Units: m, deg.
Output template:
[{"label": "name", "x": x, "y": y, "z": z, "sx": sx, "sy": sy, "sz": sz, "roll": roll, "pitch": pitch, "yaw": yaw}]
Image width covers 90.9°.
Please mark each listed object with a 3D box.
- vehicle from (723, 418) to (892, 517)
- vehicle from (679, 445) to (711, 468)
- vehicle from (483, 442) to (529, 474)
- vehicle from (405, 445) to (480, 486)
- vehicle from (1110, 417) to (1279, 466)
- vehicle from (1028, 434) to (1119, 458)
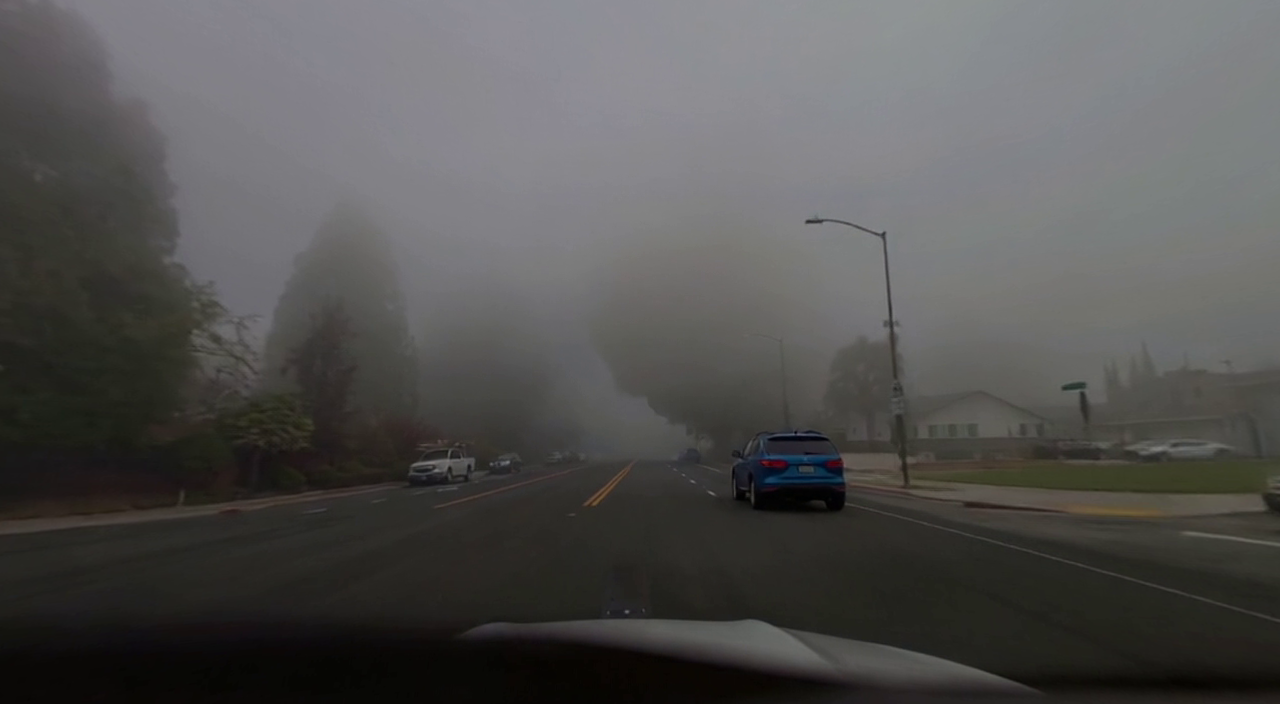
[{"label": "vehicle", "x": 3.619, "y": 2.676, "z": 15.156, "sx": 2.497, "sy": 1.889, "sz": 5.833, "roll": 0, "pitch": -9, "yaw": 1}, {"label": "vehicle", "x": 3.740, "y": 7.223, "z": 43.569, "sx": 1.956, "sy": 1.492, "sz": 4.425, "roll": 0, "pitch": -9, "yaw": 1}, {"label": "vehicle", "x": -10.118, "y": 8.069, "z": 48.041, "sx": 2.254, "sy": 2.127, "sz": 5.697, "roll": -2, "pitch": -9, "yaw": 0}, {"label": "vehicle", "x": -10.359, "y": 5.990, "z": 33.638, "sx": 2.261, "sy": 1.851, "sz": 5.724, "roll": -4, "pitch": -9, "yaw": -1}, {"label": "vehicle", "x": 27.196, "y": 4.391, "z": 30.925, "sx": 6.155, "sy": 1.968, "sz": 2.431, "roll": -3, "pitch": -9, "yaw": 0}, {"label": "vehicle", "x": 28.530, "y": 6.186, "z": 41.568, "sx": 4.578, "sy": 1.511, "sz": 1.857, "roll": 0, "pitch": -9, "yaw": 0}]
